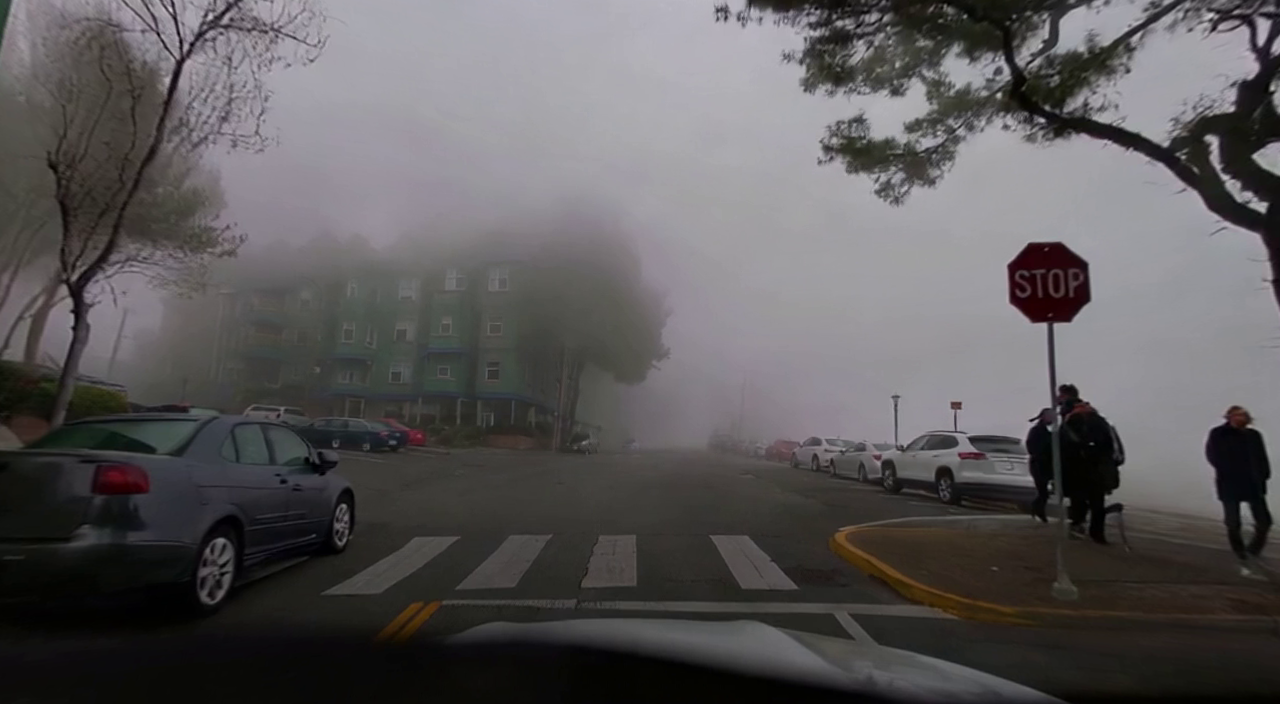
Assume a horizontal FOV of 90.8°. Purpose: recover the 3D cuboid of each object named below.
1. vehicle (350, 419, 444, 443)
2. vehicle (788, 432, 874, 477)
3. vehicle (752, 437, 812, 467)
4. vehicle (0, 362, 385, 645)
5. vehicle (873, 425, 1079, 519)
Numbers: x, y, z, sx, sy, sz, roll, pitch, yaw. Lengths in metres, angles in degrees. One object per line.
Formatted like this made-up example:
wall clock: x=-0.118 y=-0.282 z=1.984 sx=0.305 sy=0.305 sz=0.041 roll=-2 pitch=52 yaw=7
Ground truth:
vehicle: x=-13.653 y=4.494 z=35.725 sx=4.603 sy=1.335 sz=1.889 roll=1 pitch=-9 yaw=-8
vehicle: x=7.832 y=4.246 z=26.453 sx=1.917 sy=1.704 sz=4.840 roll=0 pitch=-8 yaw=-2
vehicle: x=7.831 y=5.564 z=35.325 sx=2.122 sy=1.554 sz=4.777 roll=0 pitch=-8 yaw=-1
vehicle: x=-4.584 y=1.286 z=6.426 sx=2.285 sy=1.712 sz=5.200 roll=1 pitch=-9 yaw=-6
vehicle: x=7.449 y=2.697 z=14.822 sx=2.181 sy=1.792 sz=5.066 roll=0 pitch=-8 yaw=2
